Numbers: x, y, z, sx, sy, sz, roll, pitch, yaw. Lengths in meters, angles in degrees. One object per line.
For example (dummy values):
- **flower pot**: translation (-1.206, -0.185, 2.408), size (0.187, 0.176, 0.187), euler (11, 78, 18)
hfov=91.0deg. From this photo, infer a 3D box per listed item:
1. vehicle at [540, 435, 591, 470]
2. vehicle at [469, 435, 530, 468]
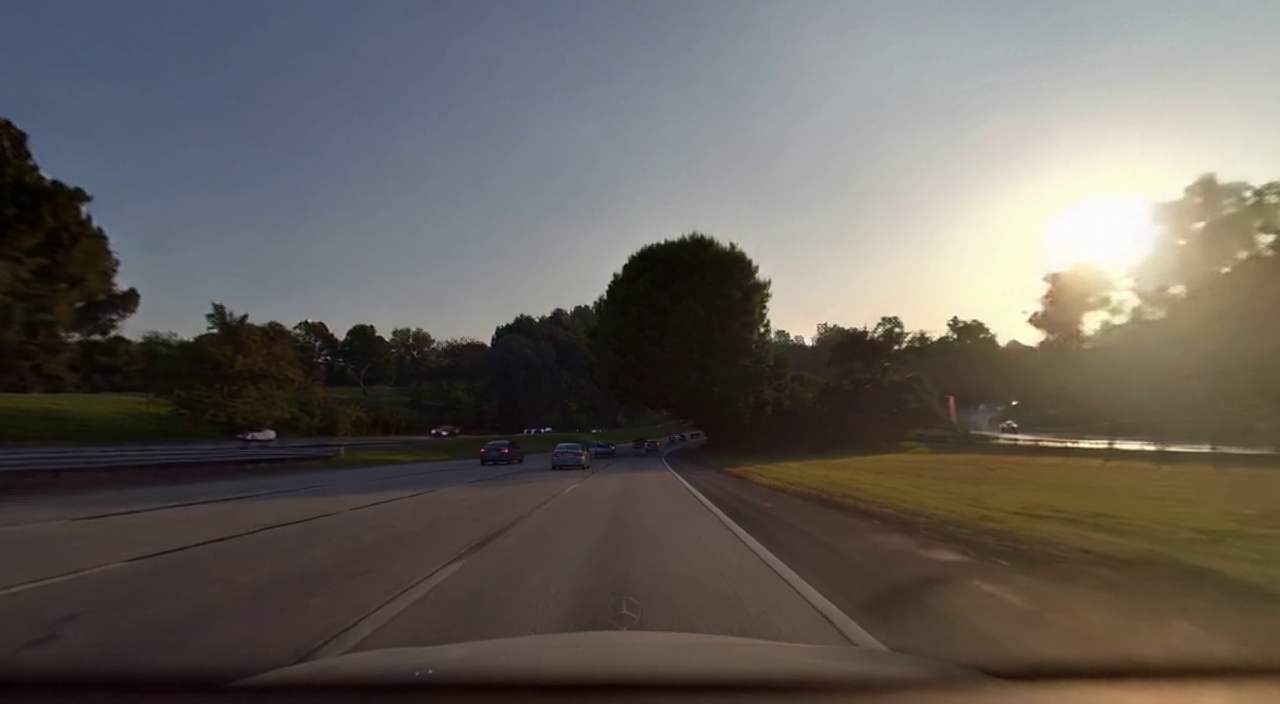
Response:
- **vehicle**: translation (-3.840, 5.317, 33.330), size (2.035, 1.673, 4.469), euler (0, -9, 2)
- **vehicle**: translation (-7.544, 5.405, 34.313), size (2.108, 1.686, 4.556), euler (0, -9, 2)
